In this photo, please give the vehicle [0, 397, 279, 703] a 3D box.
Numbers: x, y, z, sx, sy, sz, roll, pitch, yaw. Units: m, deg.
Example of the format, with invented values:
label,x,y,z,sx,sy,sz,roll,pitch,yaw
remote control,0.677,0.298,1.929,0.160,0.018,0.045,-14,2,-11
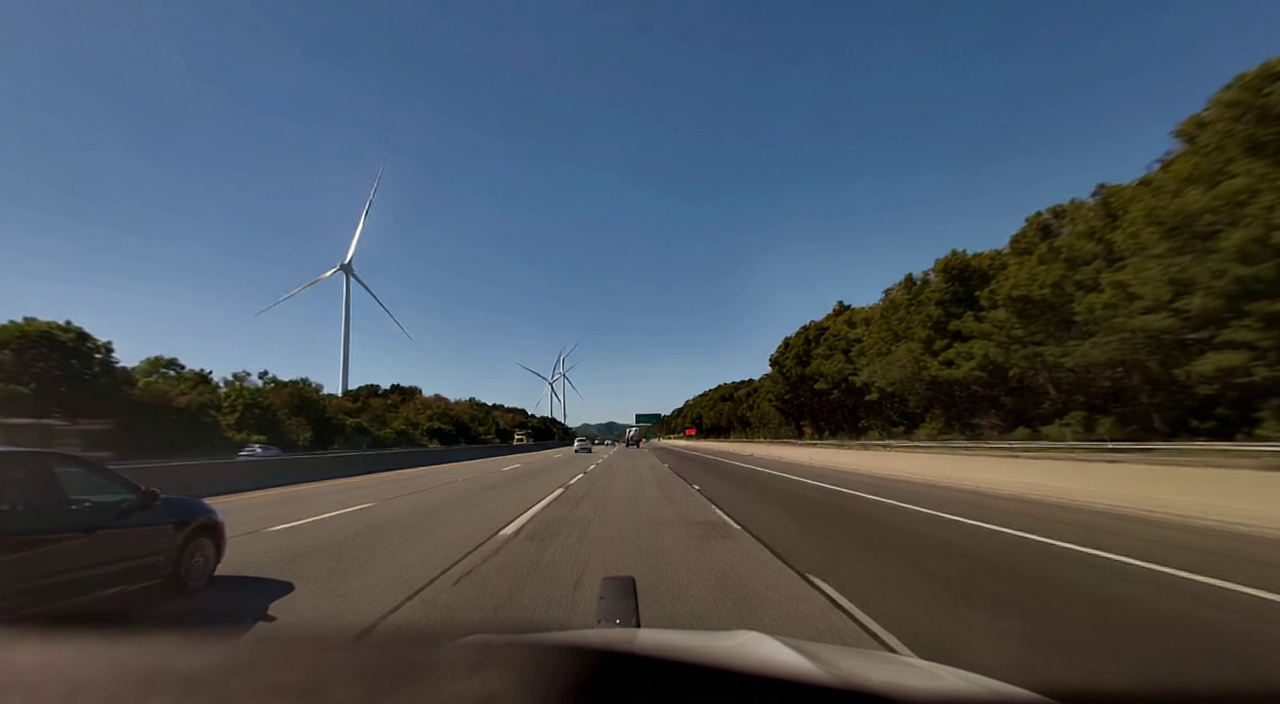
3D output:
label,x,y,z,sx,sy,sz,roll,pitch,yaw
vehicle,-3.972,1.004,3.190,1.950,1.511,3.965,0,-8,-1
